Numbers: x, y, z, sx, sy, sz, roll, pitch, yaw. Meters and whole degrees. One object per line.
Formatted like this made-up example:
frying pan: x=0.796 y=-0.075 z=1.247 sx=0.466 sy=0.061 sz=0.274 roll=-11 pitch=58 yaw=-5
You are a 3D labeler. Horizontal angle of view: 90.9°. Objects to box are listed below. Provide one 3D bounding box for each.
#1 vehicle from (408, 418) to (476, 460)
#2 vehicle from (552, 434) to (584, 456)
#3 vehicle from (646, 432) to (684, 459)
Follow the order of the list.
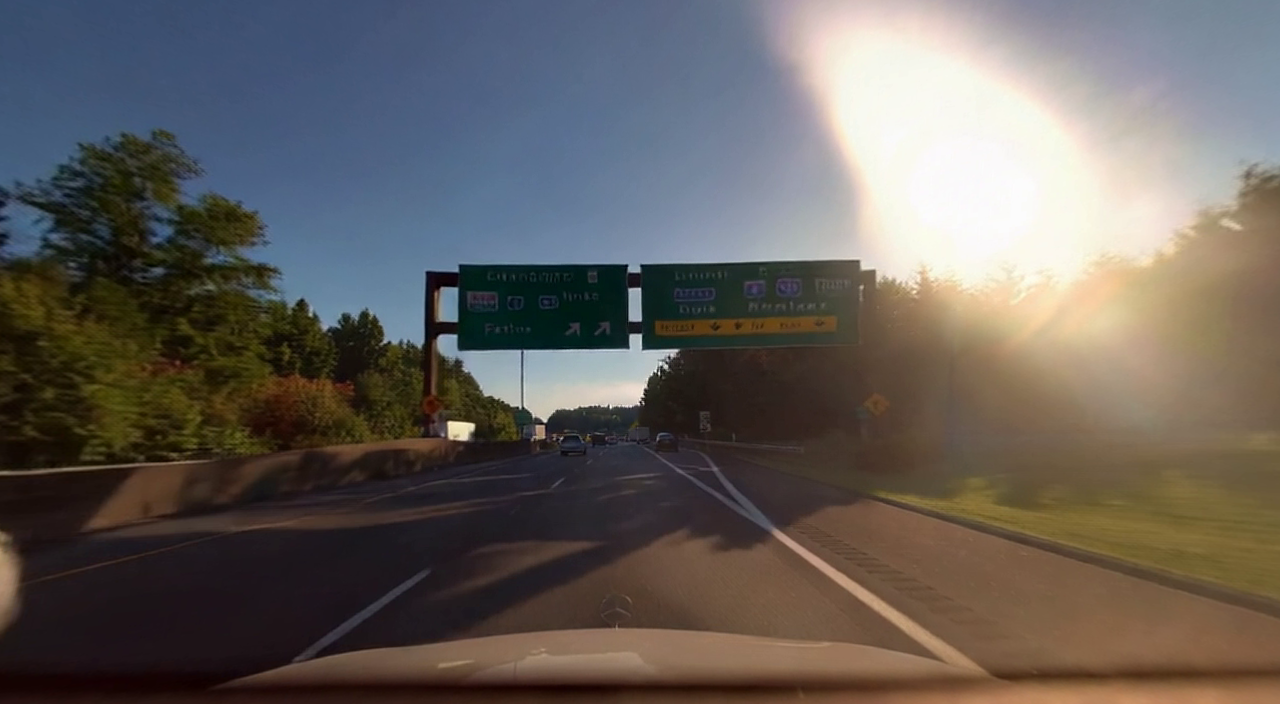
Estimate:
vehicle: x=-14.194 y=6.319 z=45.835 sx=2.681 sy=2.726 sz=7.445 roll=0 pitch=-8 yaw=-2
vehicle: x=-5.215 y=6.816 z=46.233 sx=1.959 sy=1.514 sz=3.668 roll=0 pitch=-8 yaw=-1
vehicle: x=1.460 y=5.613 z=37.988 sx=2.139 sy=1.561 sz=4.060 roll=0 pitch=-8 yaw=1
